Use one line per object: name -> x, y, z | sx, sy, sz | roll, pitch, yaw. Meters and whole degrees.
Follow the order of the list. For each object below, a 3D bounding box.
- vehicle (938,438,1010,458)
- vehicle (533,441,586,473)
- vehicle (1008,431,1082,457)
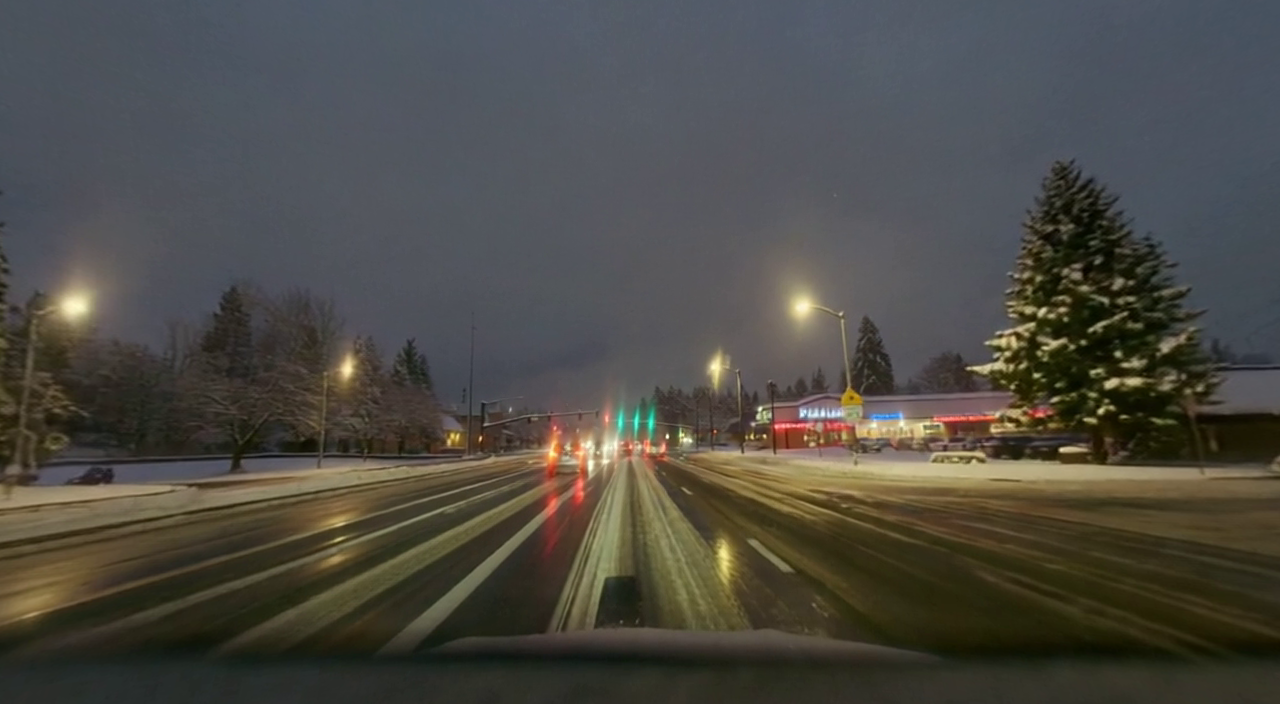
vehicle -> 24.731, 7.133, 47.029 | 4.554, 1.470, 2.020 | -4, -9, 24
vehicle -> -3.927, 5.216, 31.690 | 2.097, 1.497, 4.571 | 0, -8, 0
vehicle -> 30.352, 6.913, 47.506 | 4.265, 1.659, 2.239 | -6, -9, 23
